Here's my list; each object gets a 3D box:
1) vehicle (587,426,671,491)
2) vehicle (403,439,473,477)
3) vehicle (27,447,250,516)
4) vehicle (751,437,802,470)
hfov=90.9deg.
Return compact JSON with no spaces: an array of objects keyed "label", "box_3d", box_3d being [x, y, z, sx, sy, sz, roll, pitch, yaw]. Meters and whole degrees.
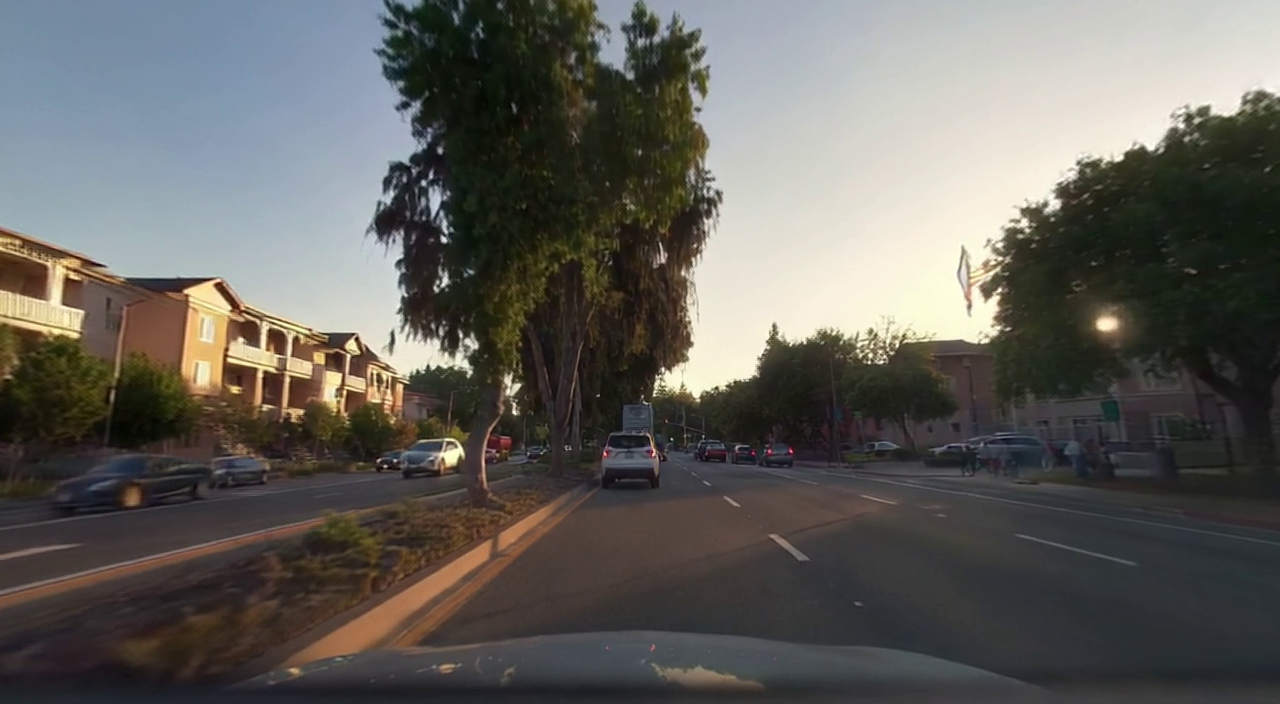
[{"label":"vehicle","box_3d":[-0.300,3.296,19.814,2.332,1.798,4.546,0,-8,0]},{"label":"vehicle","box_3d":[-10.100,5.315,31.880,2.010,1.760,4.406,-1,-8,1]},{"label":"vehicle","box_3d":[-13.616,3.501,17.657,2.198,1.550,4.824,-2,-8,2]},{"label":"vehicle","box_3d":[7.642,5.705,35.652,1.971,1.722,4.341,0,-8,1]}]
